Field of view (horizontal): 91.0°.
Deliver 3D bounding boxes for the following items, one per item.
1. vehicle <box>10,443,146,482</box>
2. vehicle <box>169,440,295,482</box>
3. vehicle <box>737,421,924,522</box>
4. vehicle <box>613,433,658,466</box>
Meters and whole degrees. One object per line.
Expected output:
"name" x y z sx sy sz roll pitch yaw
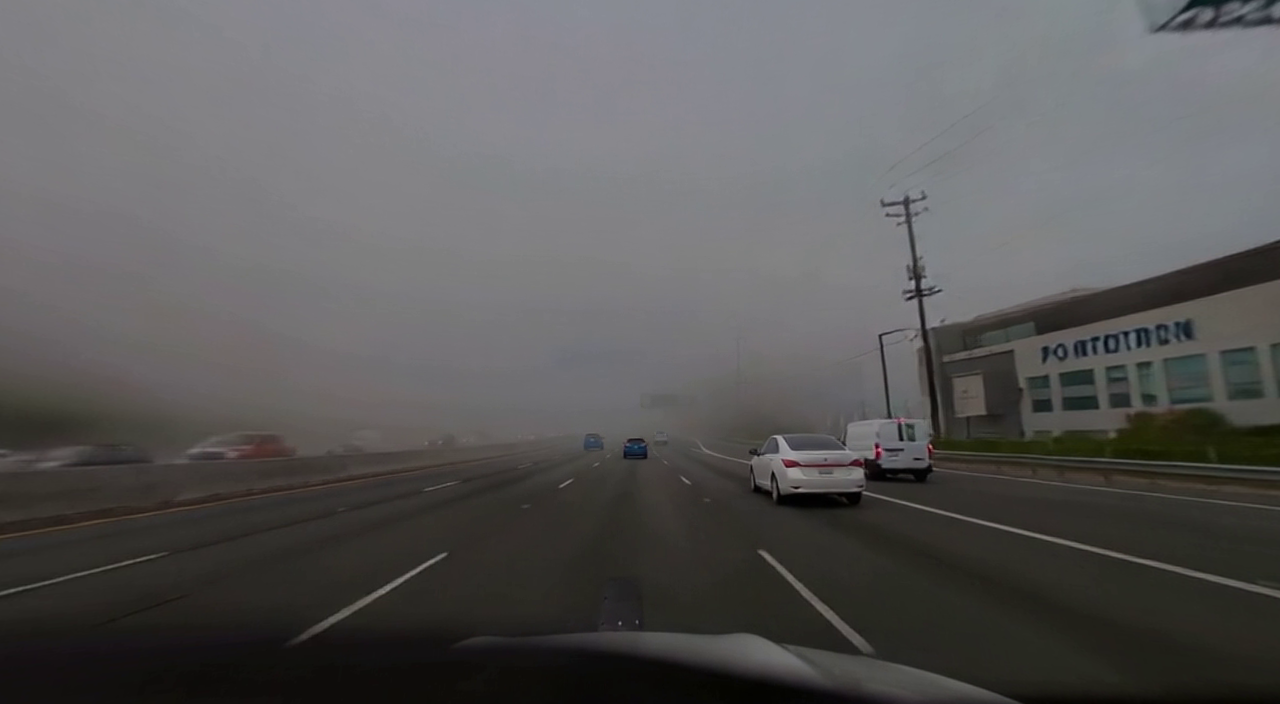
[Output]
"vehicle" -23.475 4.584 26.540 1.825 1.491 4.151 0 -8 1
"vehicle" -16.292 4.350 25.492 1.949 1.499 4.633 0 -8 0
"vehicle" 3.257 2.149 11.882 1.995 1.533 4.463 0 -8 -2
"vehicle" -0.239 4.685 30.301 2.019 1.472 3.971 0 -8 -1
